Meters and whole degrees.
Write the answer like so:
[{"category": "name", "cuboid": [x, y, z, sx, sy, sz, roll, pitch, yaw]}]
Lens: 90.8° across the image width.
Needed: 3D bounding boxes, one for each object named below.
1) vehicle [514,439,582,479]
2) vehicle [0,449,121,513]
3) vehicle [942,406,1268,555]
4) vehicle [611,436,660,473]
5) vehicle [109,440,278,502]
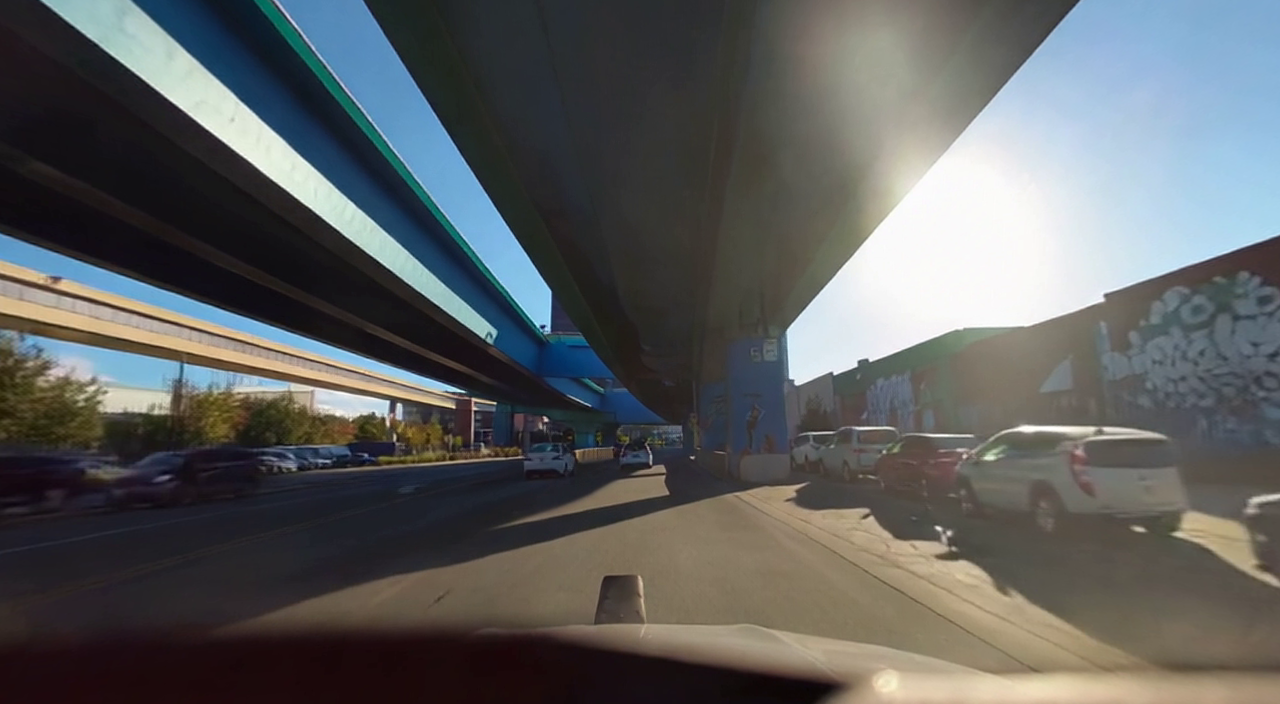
[{"category": "vehicle", "cuboid": [-3.807, 4.518, 27.059, 2.024, 1.533, 4.549, -1, -8, 3]}, {"category": "vehicle", "cuboid": [-17.750, 3.609, 18.010, 2.056, 1.643, 4.362, -1, -8, 2]}, {"category": "vehicle", "cuboid": [6.439, 1.801, 9.490, 1.940, 1.738, 3.956, -1, -8, 2]}, {"category": "vehicle", "cuboid": [-0.196, 4.813, 29.874, 2.155, 1.571, 3.734, 0, -8, 1]}, {"category": "vehicle", "cuboid": [-13.993, 3.716, 20.243, 2.069, 1.728, 4.567, 0, -8, 0]}]
